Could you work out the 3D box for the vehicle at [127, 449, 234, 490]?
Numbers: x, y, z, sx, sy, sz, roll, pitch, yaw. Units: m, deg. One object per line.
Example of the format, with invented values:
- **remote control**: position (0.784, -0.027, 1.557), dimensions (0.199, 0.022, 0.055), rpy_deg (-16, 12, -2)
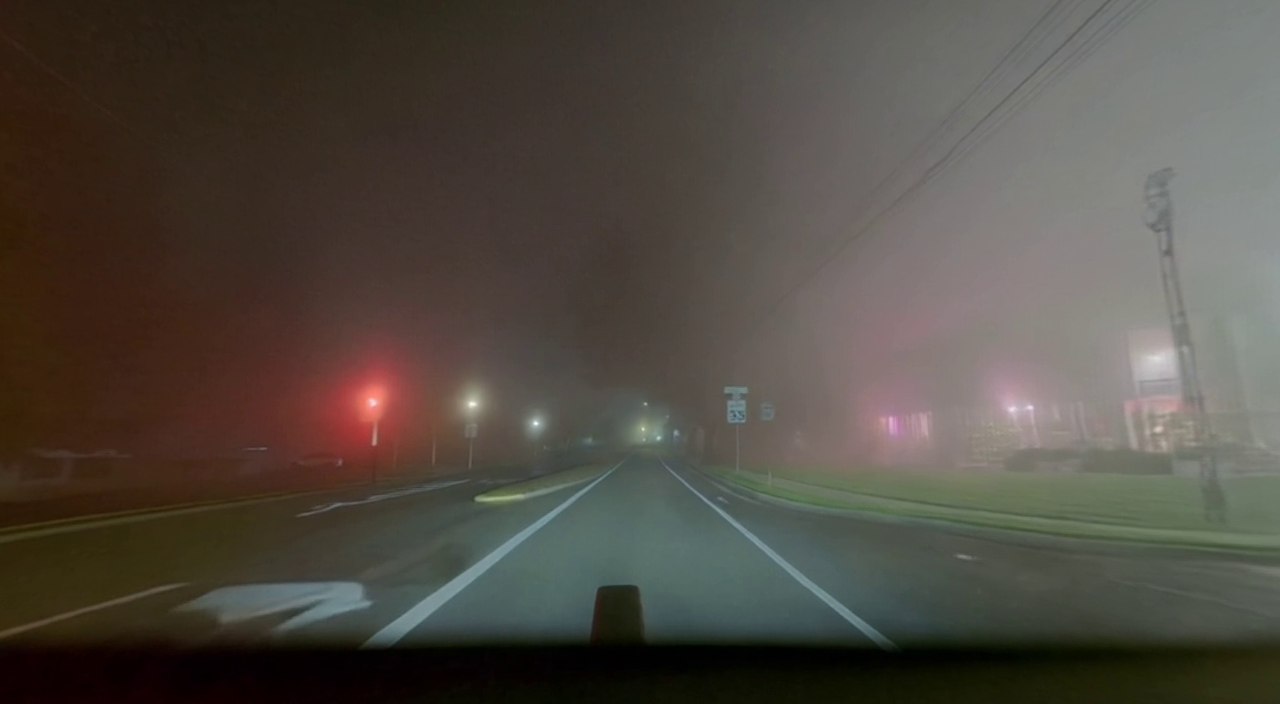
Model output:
- **vehicle**: position (-18.460, 4.683, 25.658), dimensions (2.061, 1.475, 4.357), rpy_deg (2, -9, -16)
